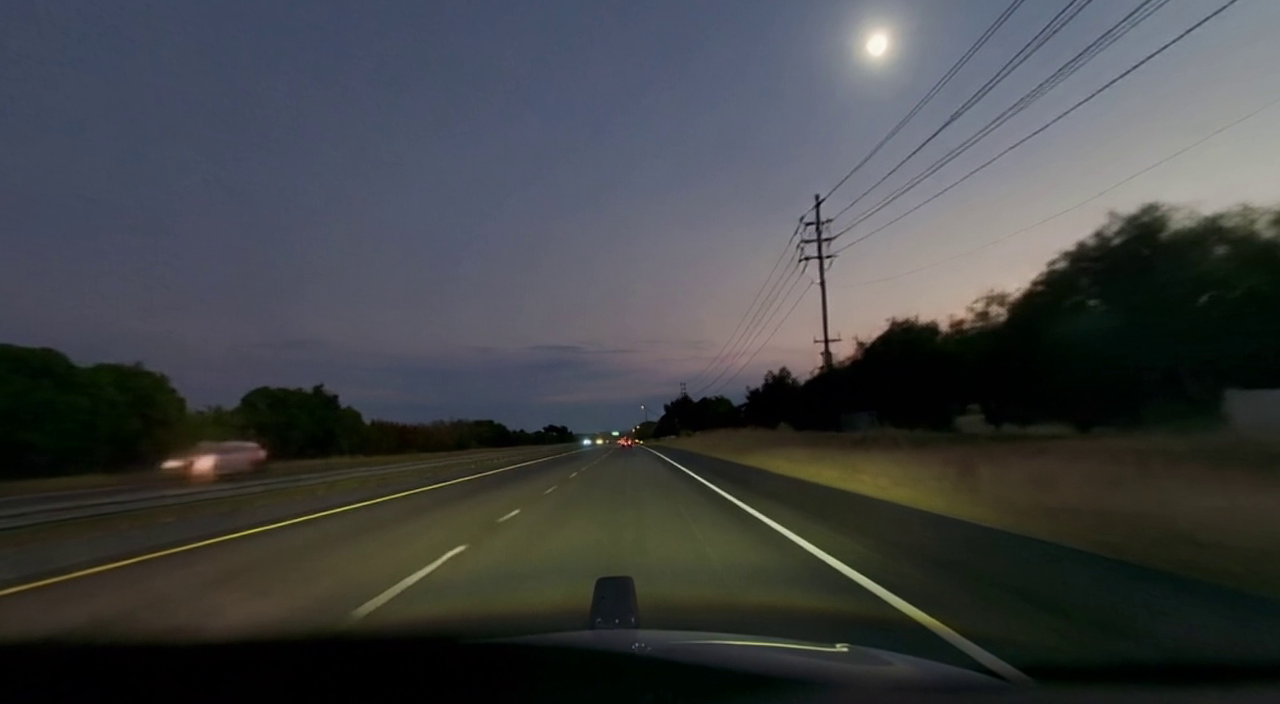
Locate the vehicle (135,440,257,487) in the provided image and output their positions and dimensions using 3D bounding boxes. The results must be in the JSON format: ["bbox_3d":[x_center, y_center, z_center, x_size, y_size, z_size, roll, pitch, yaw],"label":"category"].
[{"bbox_3d":[-19.032,4.754,27.347,1.910,1.699,4.738,-5,-8,0],"label":"vehicle"}]
